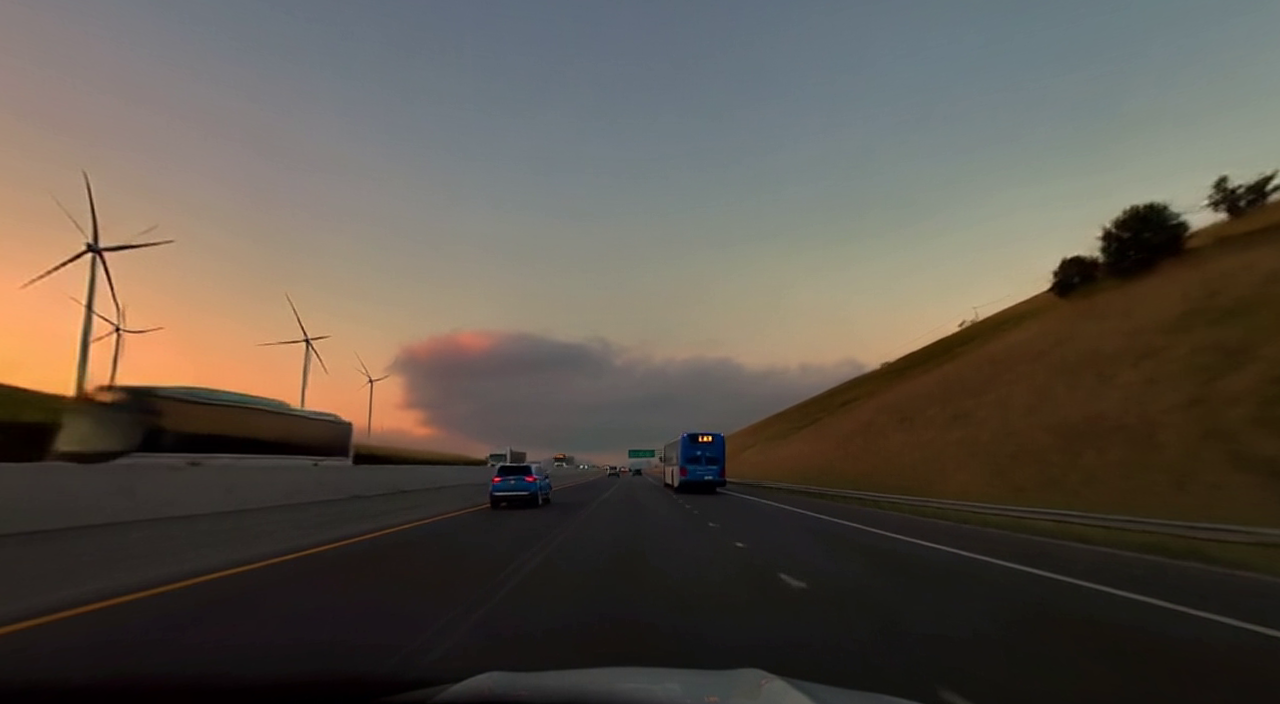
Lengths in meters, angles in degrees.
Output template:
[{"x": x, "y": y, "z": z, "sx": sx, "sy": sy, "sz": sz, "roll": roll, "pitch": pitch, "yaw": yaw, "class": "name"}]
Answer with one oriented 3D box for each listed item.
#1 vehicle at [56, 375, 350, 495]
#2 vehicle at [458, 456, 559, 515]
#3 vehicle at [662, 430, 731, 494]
[{"x": -19.172, "y": 4.402, "z": 30.427, "sx": 2.910, "sy": 4.247, "sz": 16.020, "roll": 1, "pitch": -10, "yaw": -1, "class": "vehicle"}, {"x": -3.899, "y": 4.088, "z": 19.530, "sx": 2.213, "sy": 1.568, "sz": 4.274, "roll": 1, "pitch": -10, "yaw": 0, "class": "vehicle"}, {"x": 3.478, "y": 7.618, "z": 43.150, "sx": 2.941, "sy": 3.574, "sz": 14.463, "roll": 1, "pitch": -10, "yaw": -2, "class": "vehicle"}]
